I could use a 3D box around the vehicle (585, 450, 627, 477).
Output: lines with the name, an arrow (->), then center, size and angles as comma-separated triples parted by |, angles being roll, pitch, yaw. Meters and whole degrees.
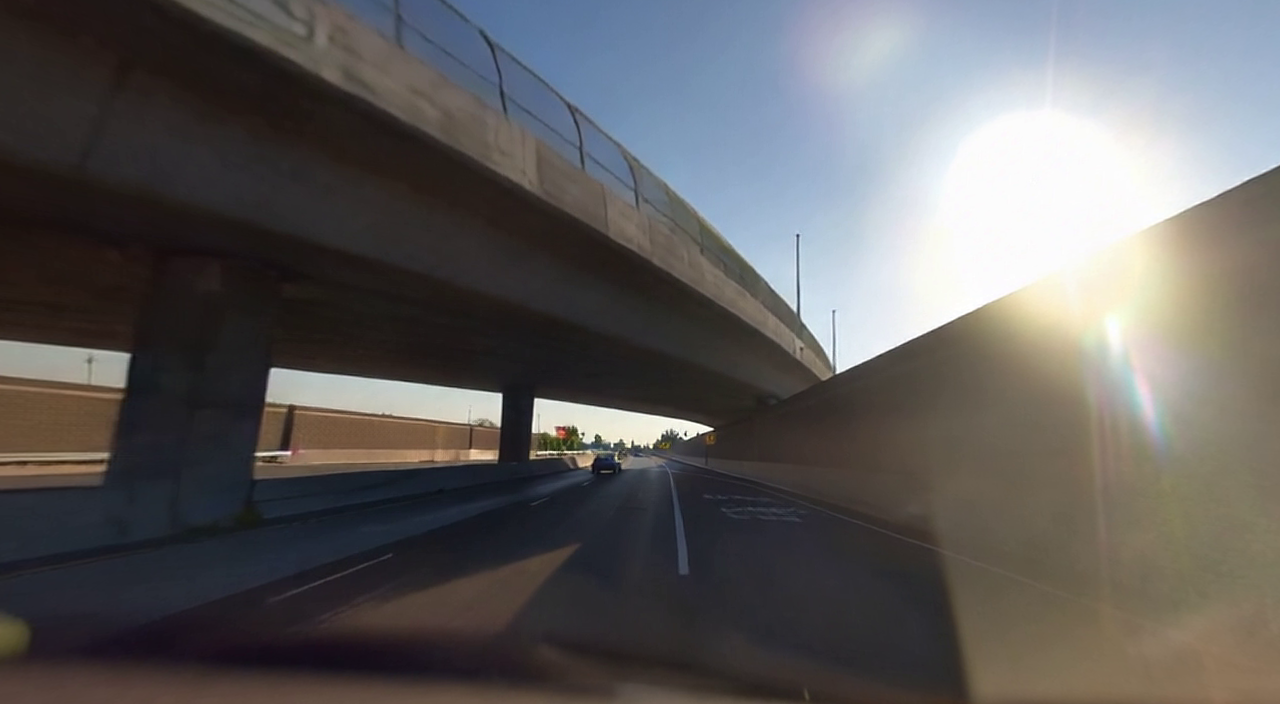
vehicle -> -2.105, 7.175, 40.814 | 2.172, 1.587, 4.518 | -1, -9, 4
